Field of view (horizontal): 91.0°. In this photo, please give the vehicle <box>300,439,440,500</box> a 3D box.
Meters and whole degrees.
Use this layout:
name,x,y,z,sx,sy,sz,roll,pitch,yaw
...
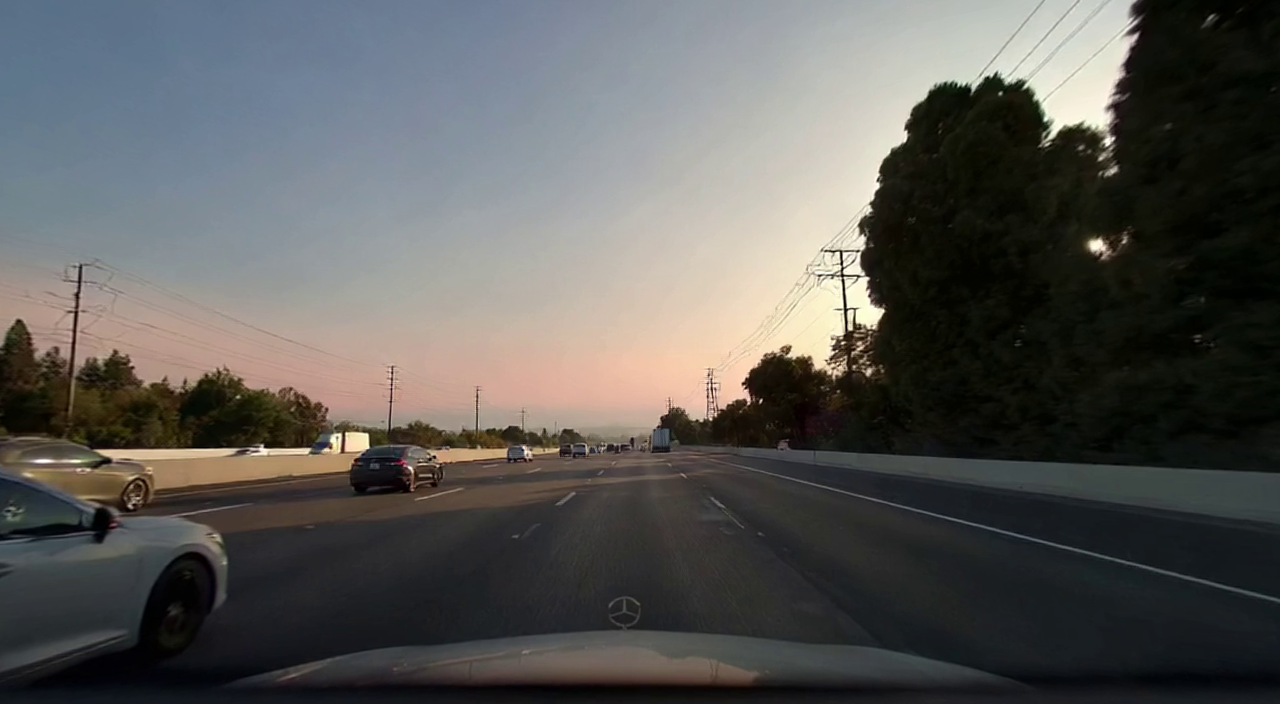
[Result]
name,x,y,z,sx,sy,sz,roll,pitch,yaw
vehicle,-7.550,3.329,18.241,1.946,1.514,4.687,0,-9,1

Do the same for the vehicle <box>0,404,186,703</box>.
name,x,y,z,sx,sy,sz,roll,pitch,yaw
vehicle,-3.723,0.771,1.173,2.045,1.532,4.954,0,-9,0
